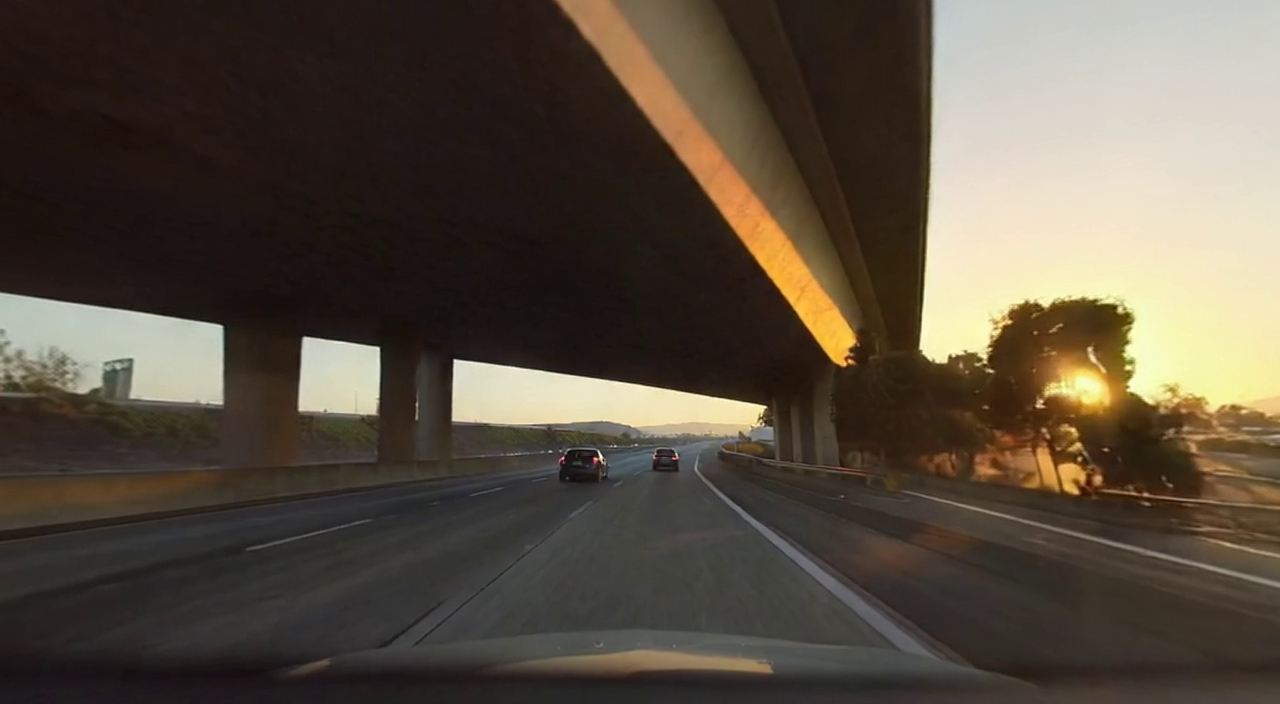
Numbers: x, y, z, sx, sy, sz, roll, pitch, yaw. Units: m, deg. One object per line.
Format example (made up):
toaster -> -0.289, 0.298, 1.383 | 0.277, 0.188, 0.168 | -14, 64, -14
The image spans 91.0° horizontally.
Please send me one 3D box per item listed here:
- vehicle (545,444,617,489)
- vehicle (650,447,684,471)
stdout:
vehicle -> -2.163, 4.368, 24.373 | 2.129, 1.563, 4.387 | -1, -9, 3
vehicle -> 1.802, 7.045, 41.692 | 2.129, 1.502, 4.321 | 0, -9, 2
